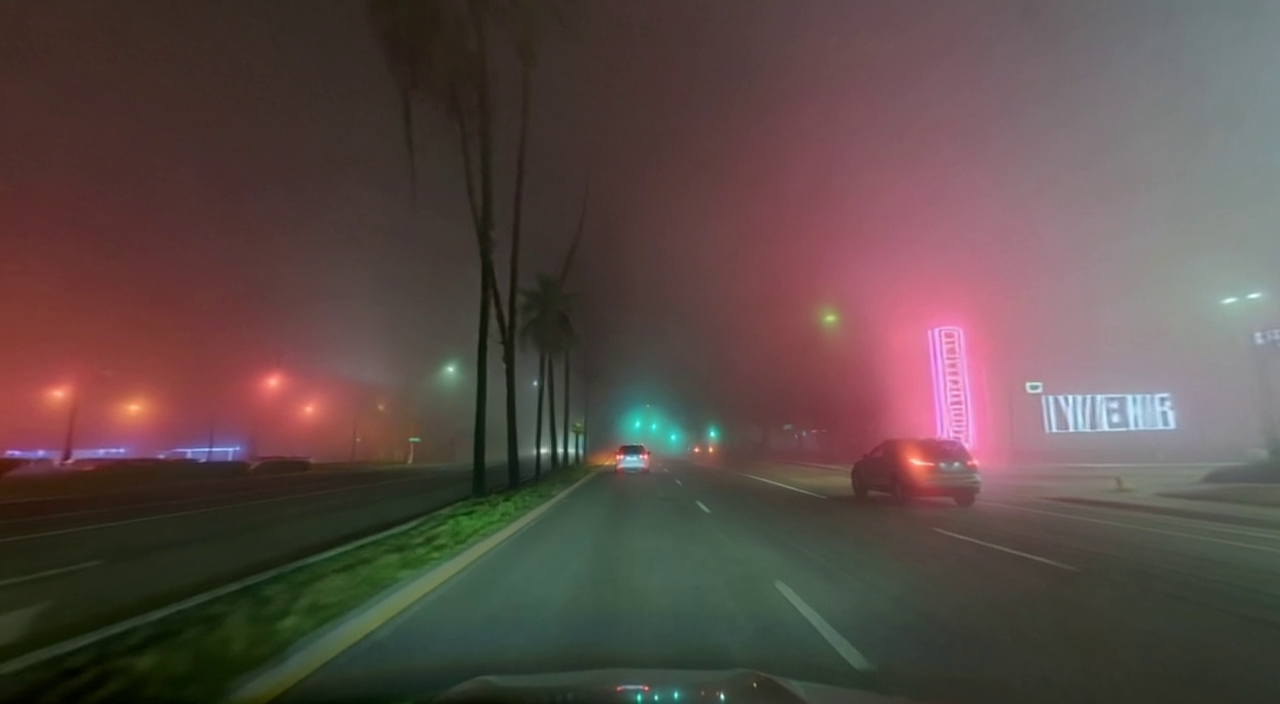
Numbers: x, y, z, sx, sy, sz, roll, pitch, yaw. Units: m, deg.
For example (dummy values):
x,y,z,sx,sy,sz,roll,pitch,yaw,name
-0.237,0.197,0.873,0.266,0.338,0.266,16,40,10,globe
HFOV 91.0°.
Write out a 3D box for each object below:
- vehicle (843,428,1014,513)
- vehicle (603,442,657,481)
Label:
x,y,z,sx,sy,sz,roll,pitch,yaw,name
6.316,2.621,14.369,1.949,1.647,3.894,0,-8,-2,vehicle
-0.378,4.266,24.902,1.970,1.402,3.756,0,-8,0,vehicle
